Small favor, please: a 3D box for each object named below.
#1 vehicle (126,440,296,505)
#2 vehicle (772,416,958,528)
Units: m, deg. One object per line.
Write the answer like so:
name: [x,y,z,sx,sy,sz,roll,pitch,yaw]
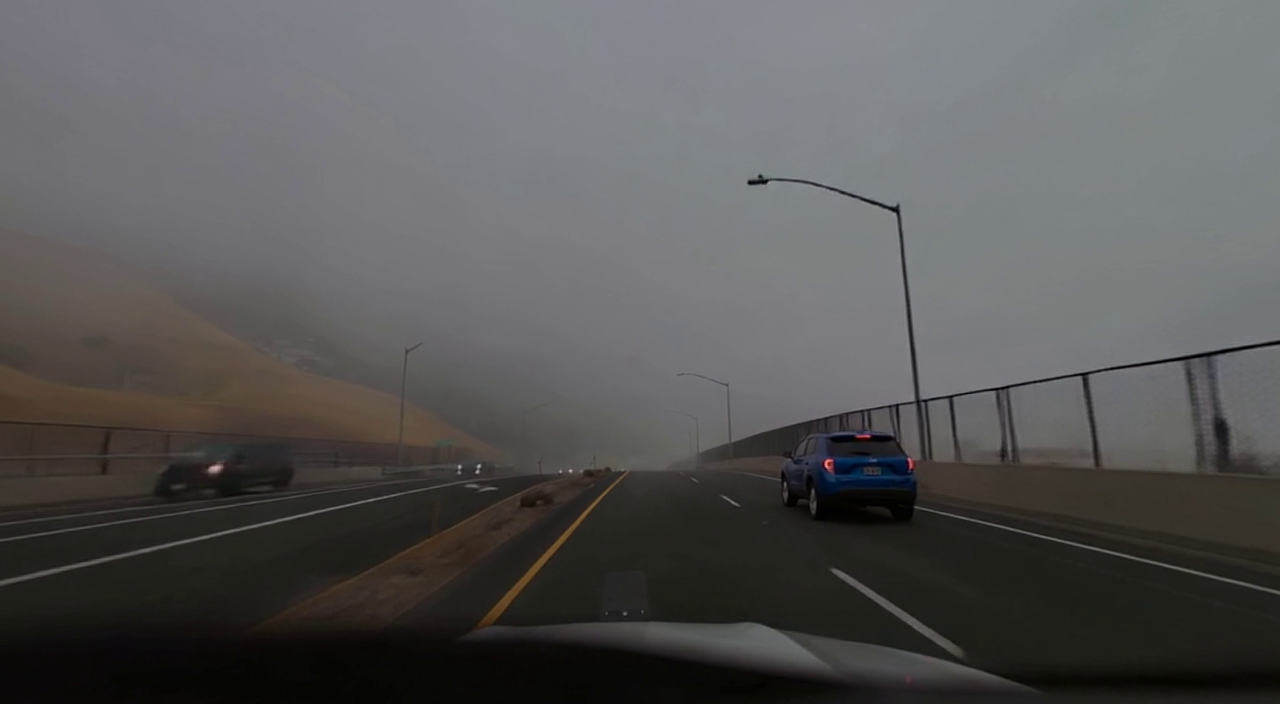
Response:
vehicle: [-13.880,3.893,20.907,2.148,1.850,4.835,0,-8,1]
vehicle: [3.971,2.203,12.064,1.989,1.730,4.324,0,-8,1]
